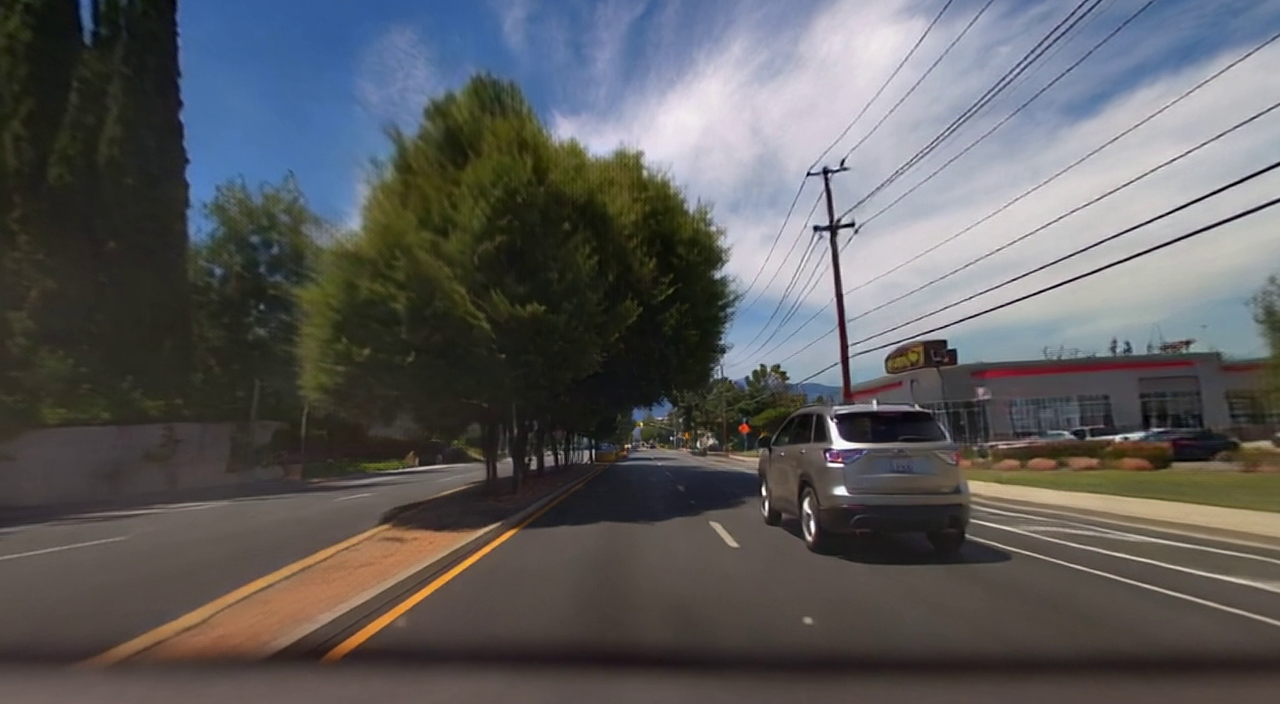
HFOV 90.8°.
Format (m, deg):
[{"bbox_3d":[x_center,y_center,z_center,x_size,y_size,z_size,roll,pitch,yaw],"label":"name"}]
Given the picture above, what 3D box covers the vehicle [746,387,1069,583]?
[{"bbox_3d":[2.904,1.587,8.324,2.060,1.820,4.713,0,-9,-1],"label":"vehicle"}]
